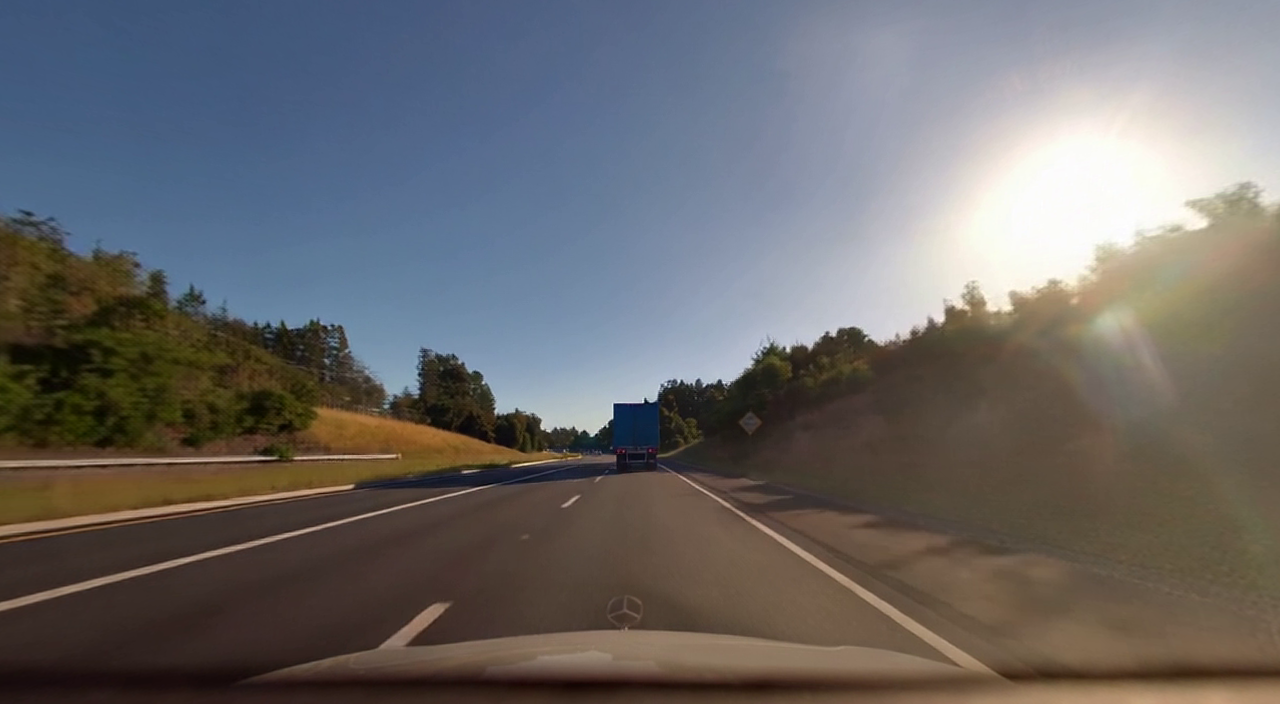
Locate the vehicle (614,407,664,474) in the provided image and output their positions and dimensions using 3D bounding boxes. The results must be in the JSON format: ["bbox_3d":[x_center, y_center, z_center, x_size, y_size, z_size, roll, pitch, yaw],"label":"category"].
[{"bbox_3d":[-0.092,6.129,42.992,2.982,3.947,11.075,0,-9,0],"label":"vehicle"}]
